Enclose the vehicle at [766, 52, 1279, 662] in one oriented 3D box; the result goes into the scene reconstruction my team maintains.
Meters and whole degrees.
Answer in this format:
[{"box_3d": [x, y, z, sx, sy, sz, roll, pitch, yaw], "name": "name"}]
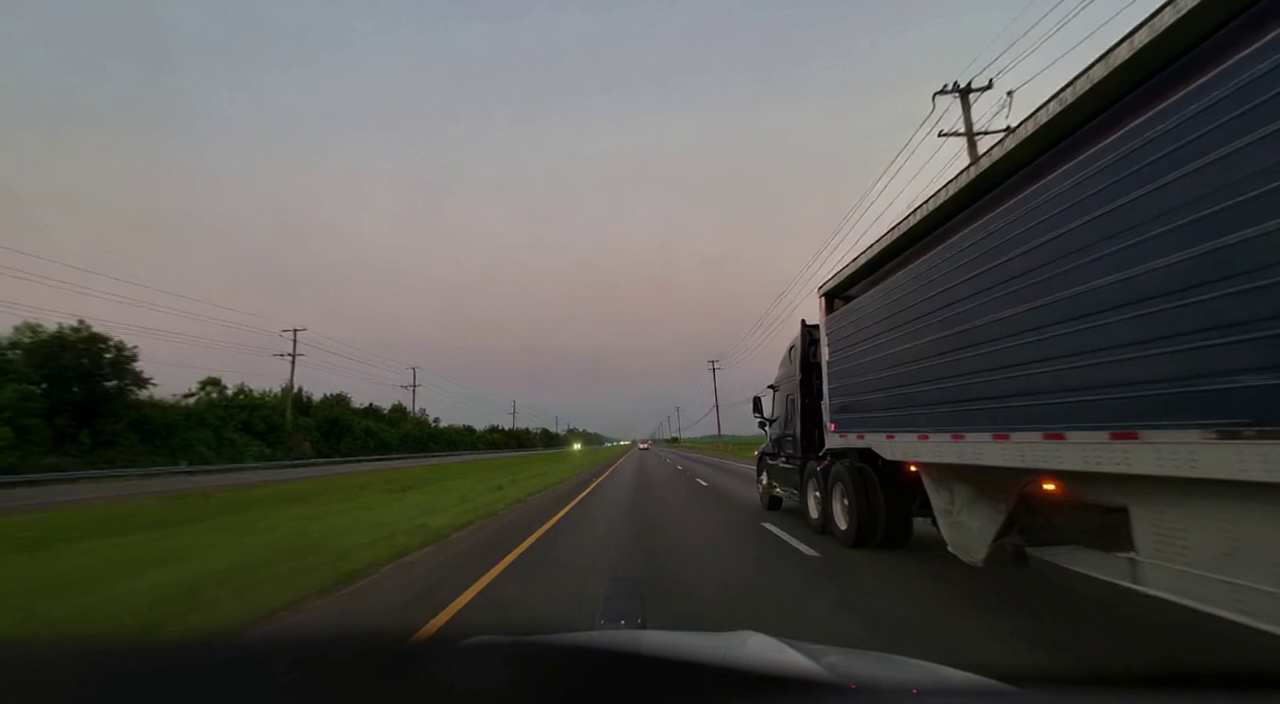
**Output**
[{"box_3d": [4.084, 0.511, 8.156, 3.031, 3.879, 8.478, 0, -8, 0], "name": "vehicle"}]
